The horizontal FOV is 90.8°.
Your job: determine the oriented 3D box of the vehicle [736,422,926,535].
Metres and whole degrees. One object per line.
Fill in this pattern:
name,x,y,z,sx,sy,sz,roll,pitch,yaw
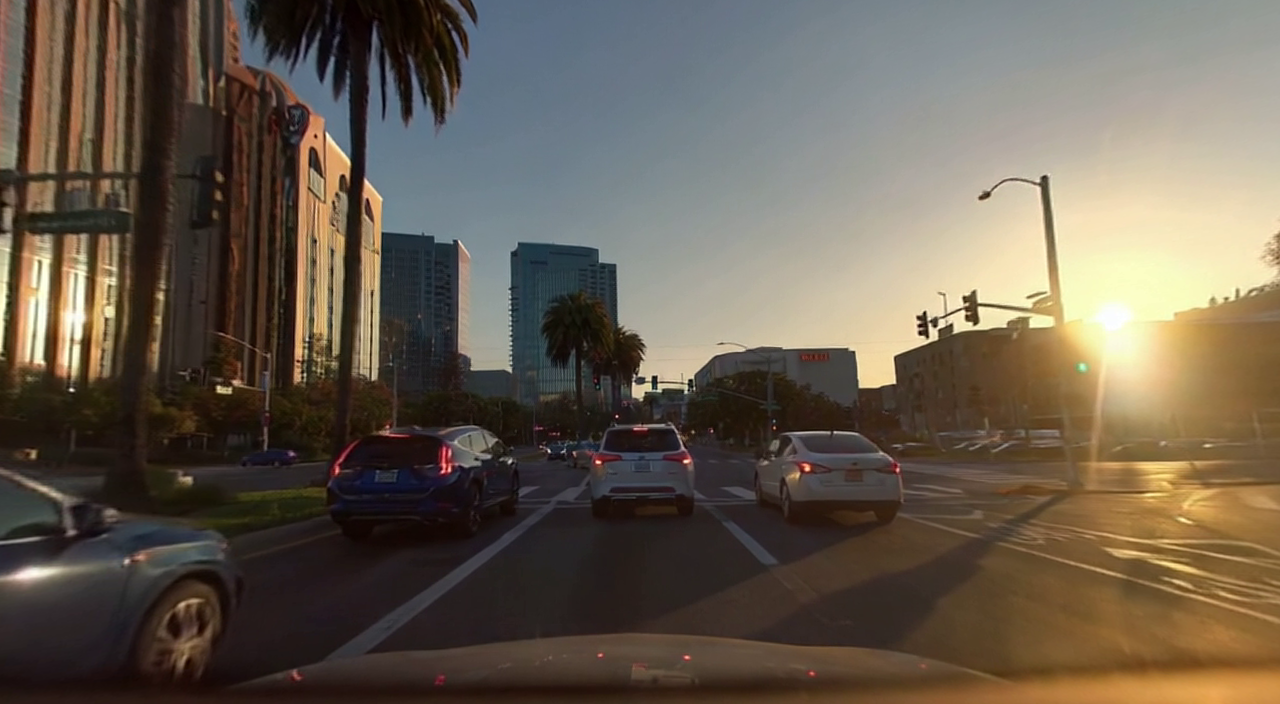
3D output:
vehicle,3.008,2.081,10.938,1.936,1.567,3.896,0,-9,-2

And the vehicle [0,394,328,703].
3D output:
vehicle,-3.209,0.888,2.125,1.962,1.480,4.605,0,-9,0

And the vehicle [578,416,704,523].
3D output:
vehicle,0.016,2.247,12.517,2.060,1.730,4.257,0,-8,0

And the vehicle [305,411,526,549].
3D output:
vehicle,-3.197,1.917,10.019,1.938,1.713,4.048,0,-9,1
